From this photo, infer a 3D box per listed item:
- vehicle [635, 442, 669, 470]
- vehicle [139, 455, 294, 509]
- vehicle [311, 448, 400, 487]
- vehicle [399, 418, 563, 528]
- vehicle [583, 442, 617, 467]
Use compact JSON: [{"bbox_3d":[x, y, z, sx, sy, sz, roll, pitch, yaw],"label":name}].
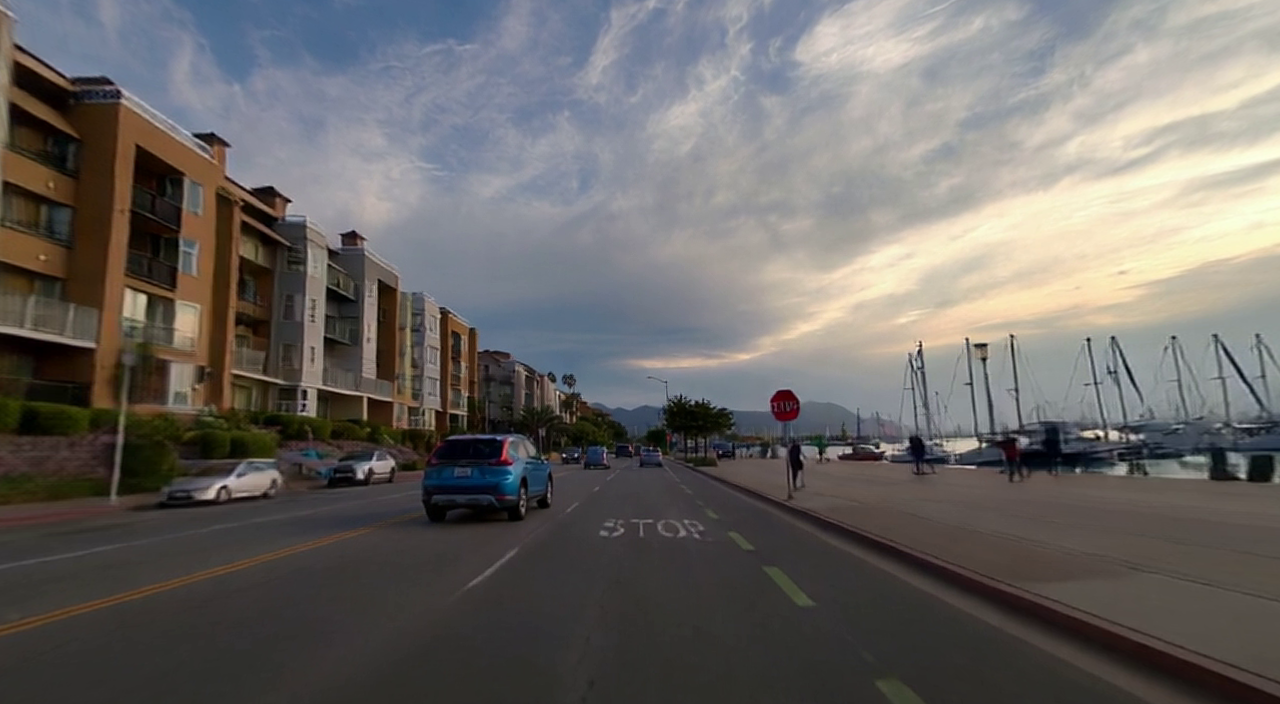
[{"bbox_3d":[0.747,6.629,40.316,2.057,1.624,3.726,-1,-9,1],"label":"vehicle"},{"bbox_3d":[-13.550,4.147,20.579,1.871,1.463,4.555,-1,-9,1],"label":"vehicle"},{"bbox_3d":[-13.442,5.449,30.130,2.117,1.703,4.373,-1,-9,2],"label":"vehicle"},{"bbox_3d":[-2.982,2.406,13.097,2.082,1.817,4.724,-1,-9,1],"label":"vehicle"},{"bbox_3d":[-2.874,7.455,45.919,2.056,1.680,4.205,-1,-9,2],"label":"vehicle"}]
